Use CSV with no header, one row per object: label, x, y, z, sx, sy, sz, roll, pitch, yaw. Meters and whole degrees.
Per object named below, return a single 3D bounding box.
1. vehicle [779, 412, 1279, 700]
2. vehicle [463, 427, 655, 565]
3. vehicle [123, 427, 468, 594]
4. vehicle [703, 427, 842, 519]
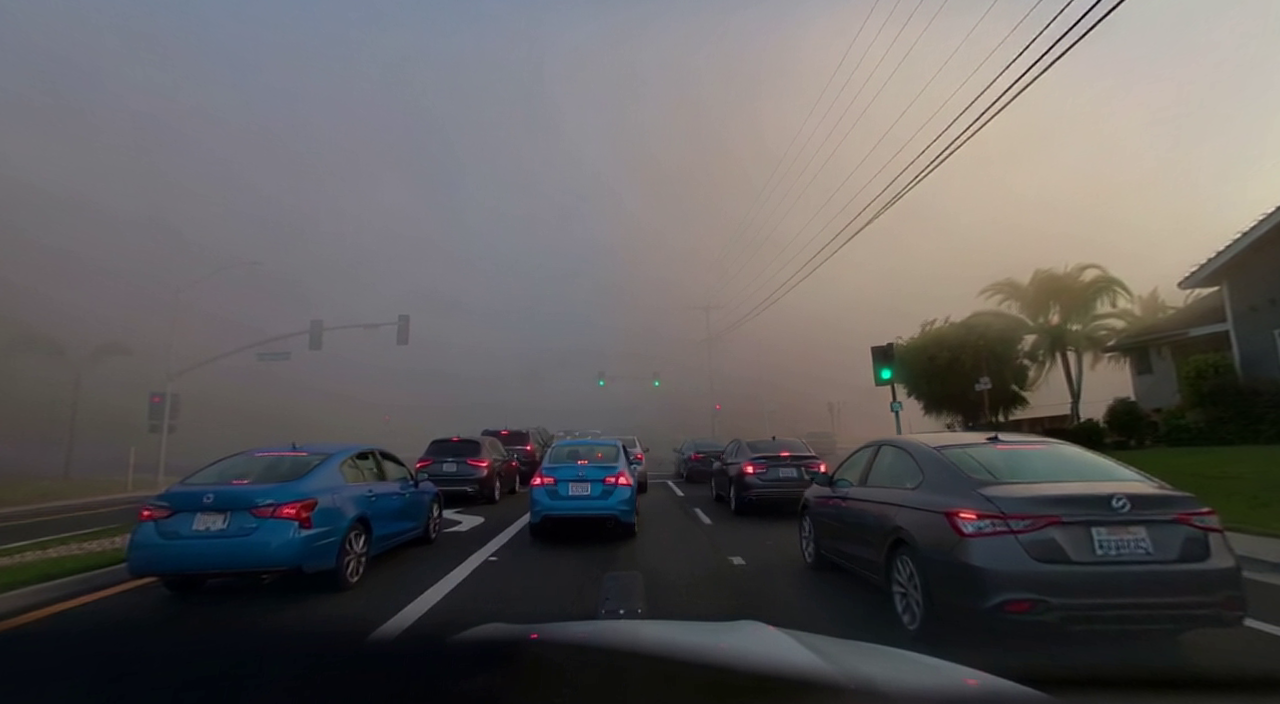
vehicle,2.756,1.373,5.489,2.014,1.464,4.312,0,-8,-1
vehicle,-0.963,1.872,8.941,2.104,1.500,3.815,0,-9,-2
vehicle,-3.713,1.763,8.005,2.058,1.474,4.473,0,-9,-3
vehicle,2.568,2.468,13.405,1.956,1.615,4.205,0,-9,-1
